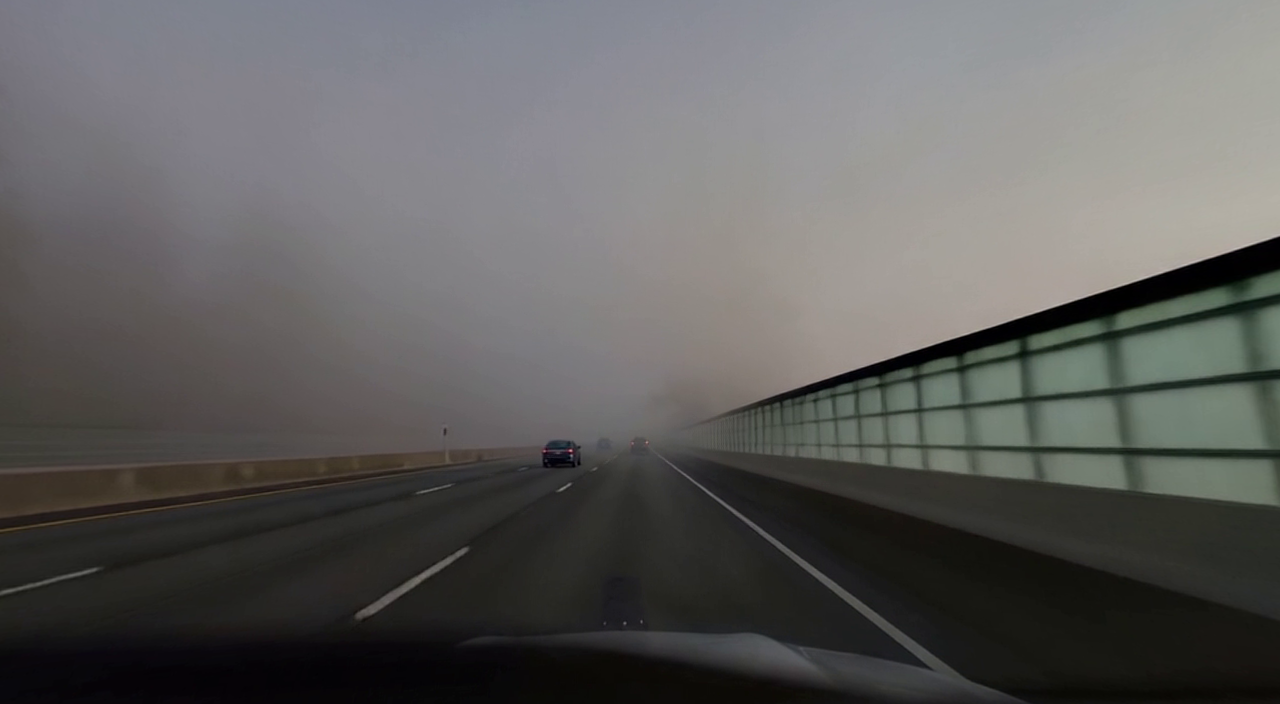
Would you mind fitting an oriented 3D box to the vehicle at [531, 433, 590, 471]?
[{"bbox_3d":[-3.480,4.463,28.221,2.059,1.541,4.296,0,-8,0],"label":"vehicle"}]
